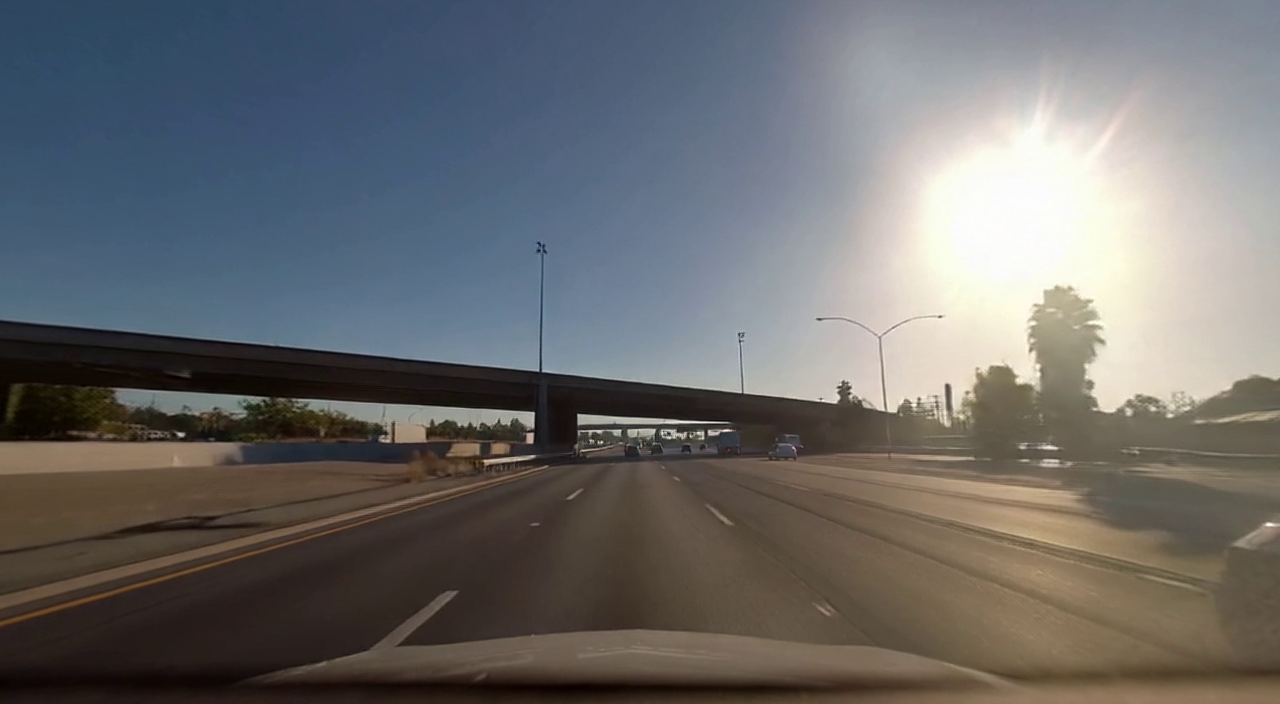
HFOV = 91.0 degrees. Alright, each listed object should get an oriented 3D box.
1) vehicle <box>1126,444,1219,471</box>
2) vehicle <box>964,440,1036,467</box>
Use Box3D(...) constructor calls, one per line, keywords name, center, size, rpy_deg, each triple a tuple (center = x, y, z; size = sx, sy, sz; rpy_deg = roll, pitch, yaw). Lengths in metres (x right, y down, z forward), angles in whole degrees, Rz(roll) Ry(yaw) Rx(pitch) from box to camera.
Box3D(name="vehicle", center=(35.381, 7.005, 42.033), size=(1.927, 1.631, 4.803), rpy_deg=(0, -8, -1))
Box3D(name="vehicle", center=(27.161, 7.663, 47.765), size=(2.074, 1.881, 5.056), rpy_deg=(1, -8, -6))
